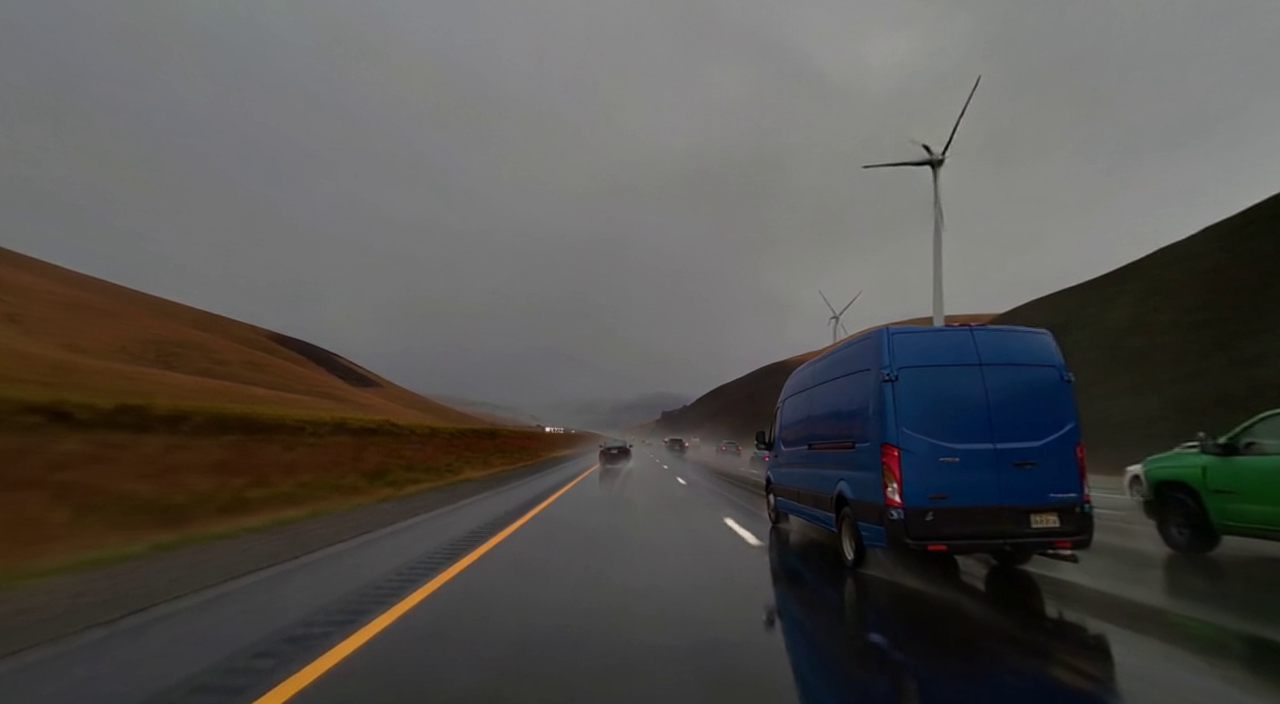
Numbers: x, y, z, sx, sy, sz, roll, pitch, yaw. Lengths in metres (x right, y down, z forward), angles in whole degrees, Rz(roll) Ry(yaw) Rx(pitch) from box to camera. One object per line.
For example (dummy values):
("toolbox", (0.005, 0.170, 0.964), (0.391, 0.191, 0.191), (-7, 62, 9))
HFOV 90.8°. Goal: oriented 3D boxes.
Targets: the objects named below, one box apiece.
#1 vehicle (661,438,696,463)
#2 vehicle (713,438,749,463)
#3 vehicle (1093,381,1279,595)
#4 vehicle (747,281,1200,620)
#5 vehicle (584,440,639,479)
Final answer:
("vehicle", (2.739, 7.072, 45.550), (2.108, 1.717, 3.996), (0, -8, -2))
("vehicle", (6.407, 6.991, 45.083), (1.864, 1.689, 4.206), (0, -8, -1))
("vehicle", (6.594, 1.068, 4.694), (2.070, 1.833, 5.811), (0, -8, -1))
("vehicle", (3.033, 1.143, 7.801), (2.365, 2.630, 5.754), (0, -8, 0))
("vehicle", (-1.079, 4.309, 25.634), (2.082, 1.445, 3.826), (0, -8, 0))
